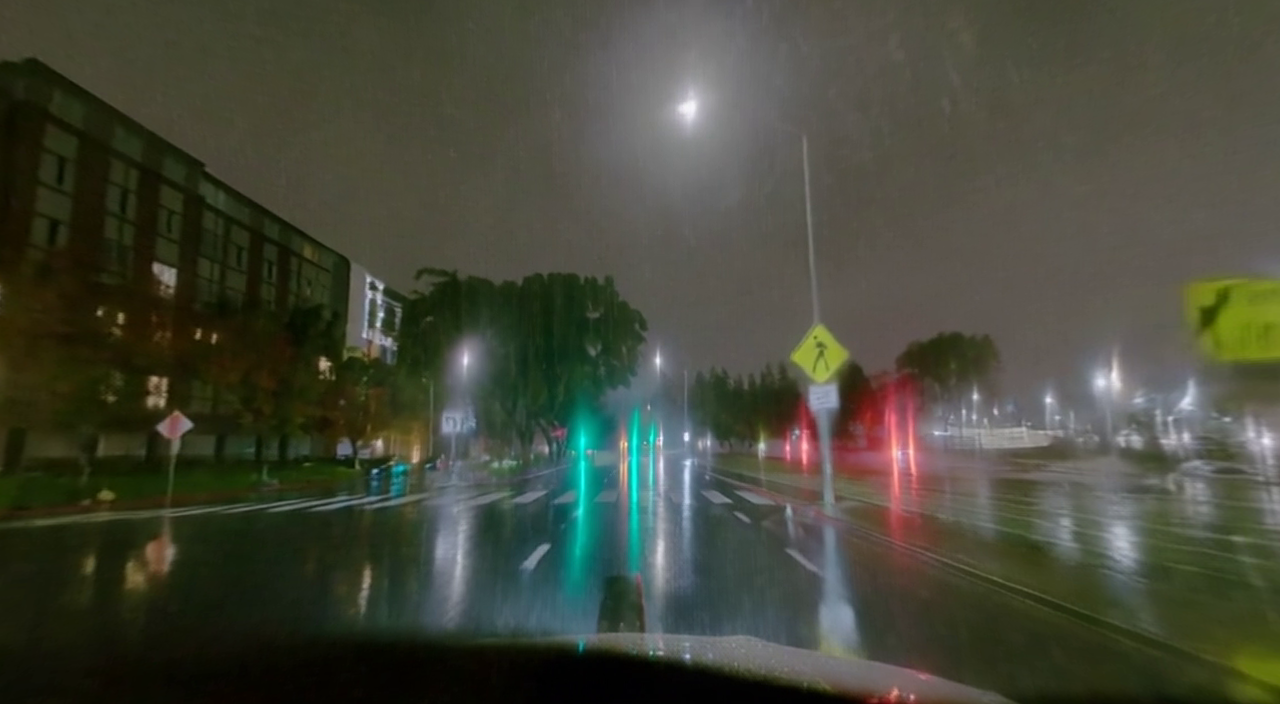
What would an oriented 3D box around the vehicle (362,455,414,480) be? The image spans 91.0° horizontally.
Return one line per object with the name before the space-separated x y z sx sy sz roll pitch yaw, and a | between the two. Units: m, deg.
vehicle | -16.694 7.662 41.861 1.810 1.478 4.233 -3 -10 -1
